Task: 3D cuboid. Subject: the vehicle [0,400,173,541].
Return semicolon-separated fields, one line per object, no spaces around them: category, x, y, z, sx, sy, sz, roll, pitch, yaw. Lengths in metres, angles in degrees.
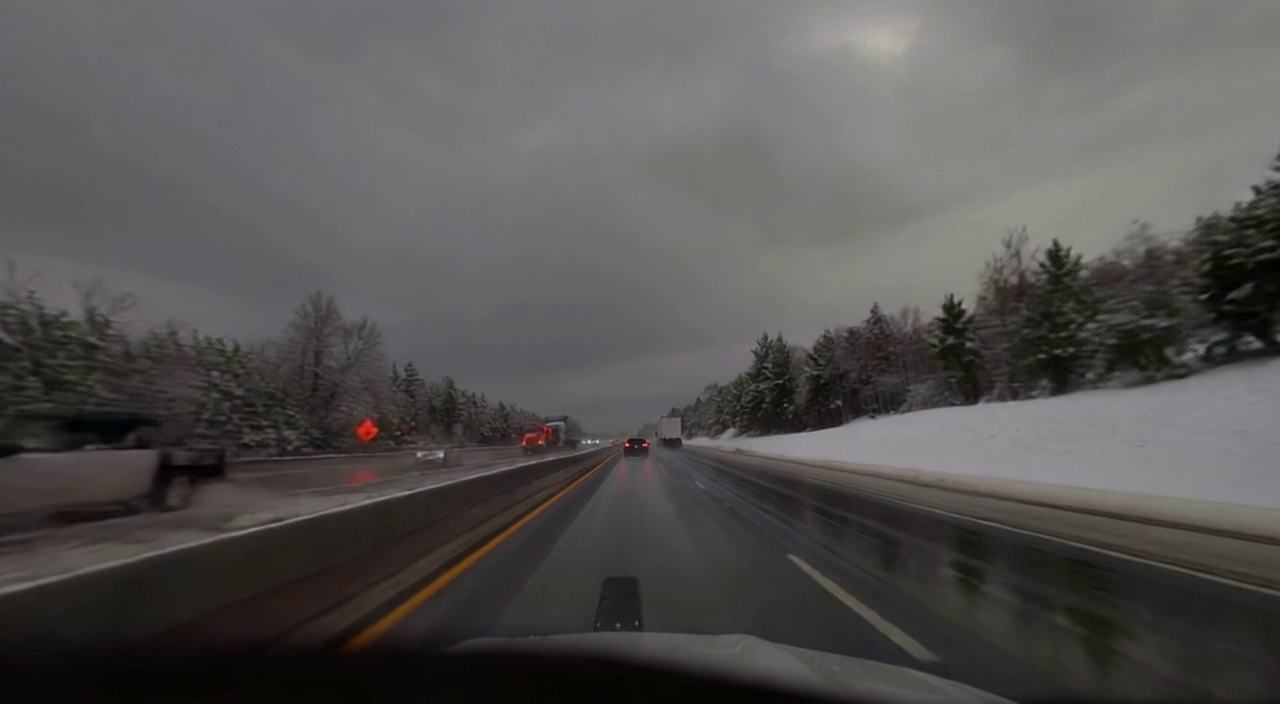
vehicle;-12.772;2.306;12.385;2.354;2.530;6.137;-1;-8;0

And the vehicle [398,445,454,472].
vehicle;-12.879;6.407;38.042;1.877;1.490;4.134;-1;-8;1

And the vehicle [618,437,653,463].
vehicle;-0.301;5.970;38.500;2.004;1.472;4.075;0;-8;-2
